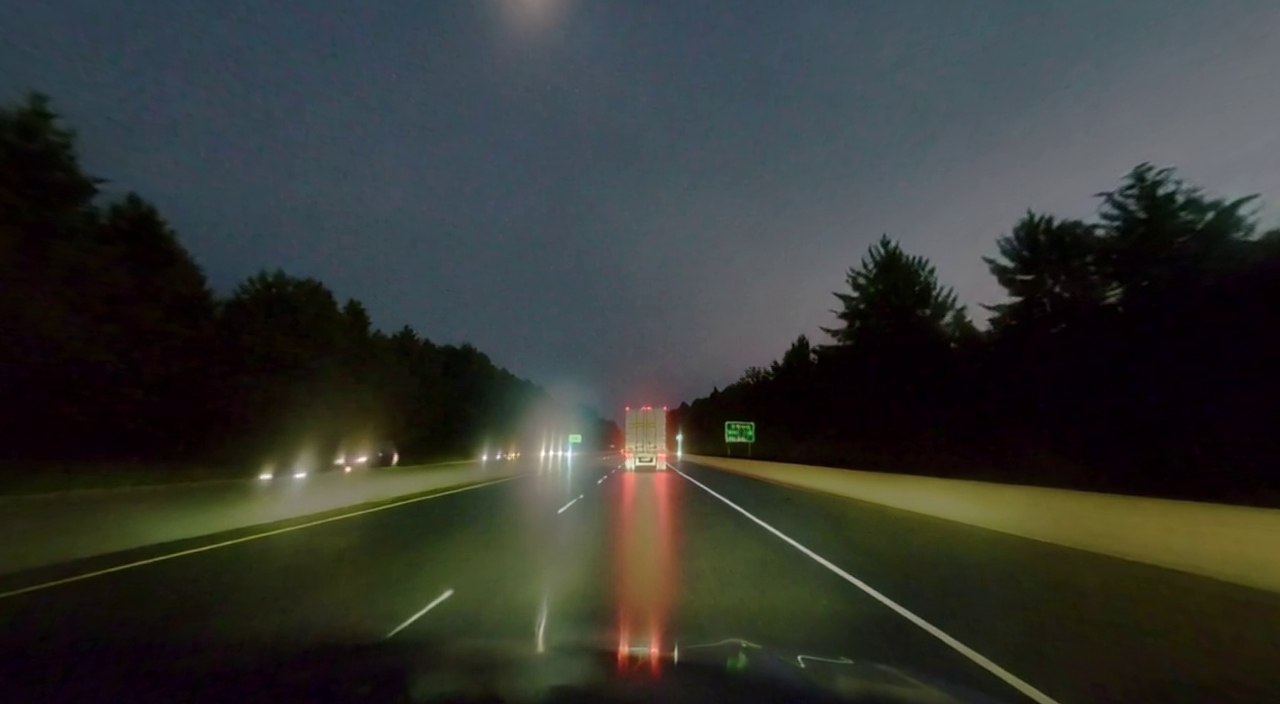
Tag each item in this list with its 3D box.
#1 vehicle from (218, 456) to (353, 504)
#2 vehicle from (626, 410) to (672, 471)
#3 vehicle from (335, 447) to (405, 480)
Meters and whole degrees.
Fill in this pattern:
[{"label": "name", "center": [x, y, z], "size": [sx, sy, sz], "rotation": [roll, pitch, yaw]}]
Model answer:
[{"label": "vehicle", "center": [-12.049, 4.346, 21.826], "size": [2.078, 1.410, 4.399], "rotation": [0, -9, 0]}, {"label": "vehicle", "center": [0.659, 6.659, 46.843], "size": [3.024, 3.965, 10.399], "rotation": [0, -9, 1]}, {"label": "vehicle", "center": [-16.516, 6.848, 38.880], "size": [2.068, 1.900, 4.792], "rotation": [0, -9, 1]}]
